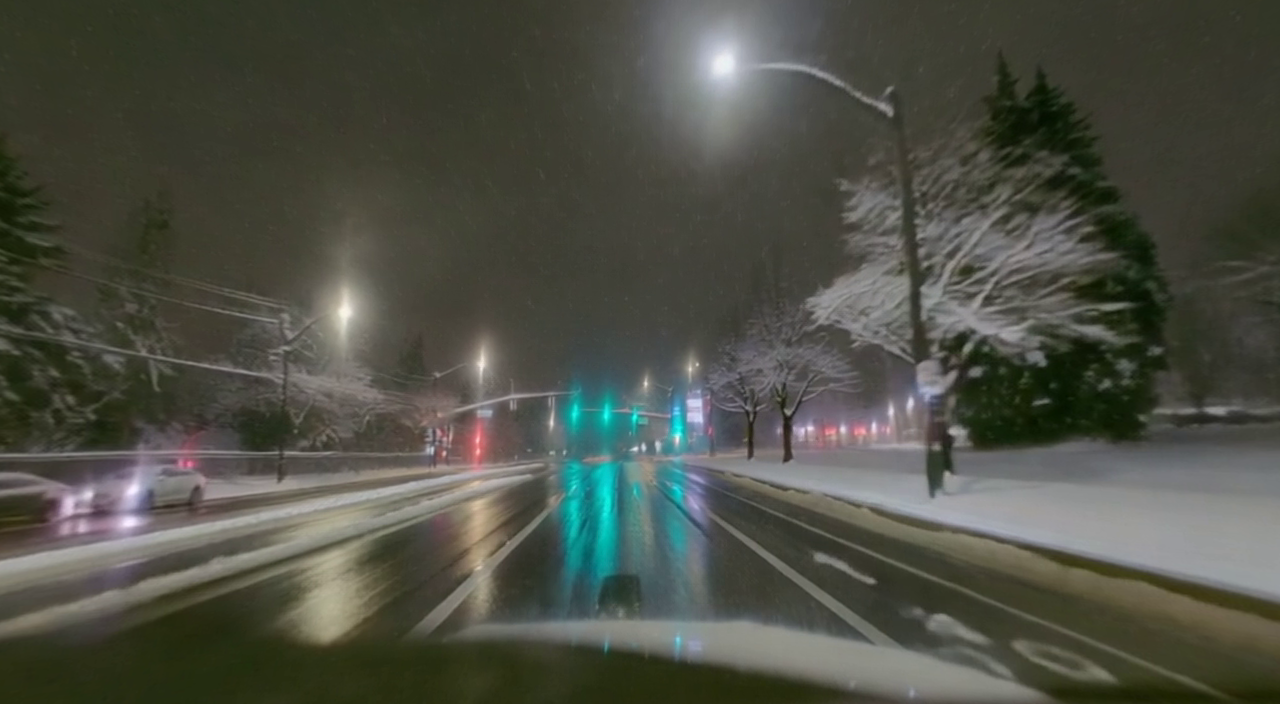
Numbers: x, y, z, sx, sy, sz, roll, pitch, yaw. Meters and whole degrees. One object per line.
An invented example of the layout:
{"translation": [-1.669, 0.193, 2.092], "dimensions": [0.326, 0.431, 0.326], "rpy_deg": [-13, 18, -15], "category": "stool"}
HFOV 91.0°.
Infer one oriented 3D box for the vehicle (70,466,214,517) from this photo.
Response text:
{"translation": [-18.178, 5.068, 23.314], "dimensions": [1.869, 1.541, 4.354], "rpy_deg": [0, -9, -2], "category": "vehicle"}
